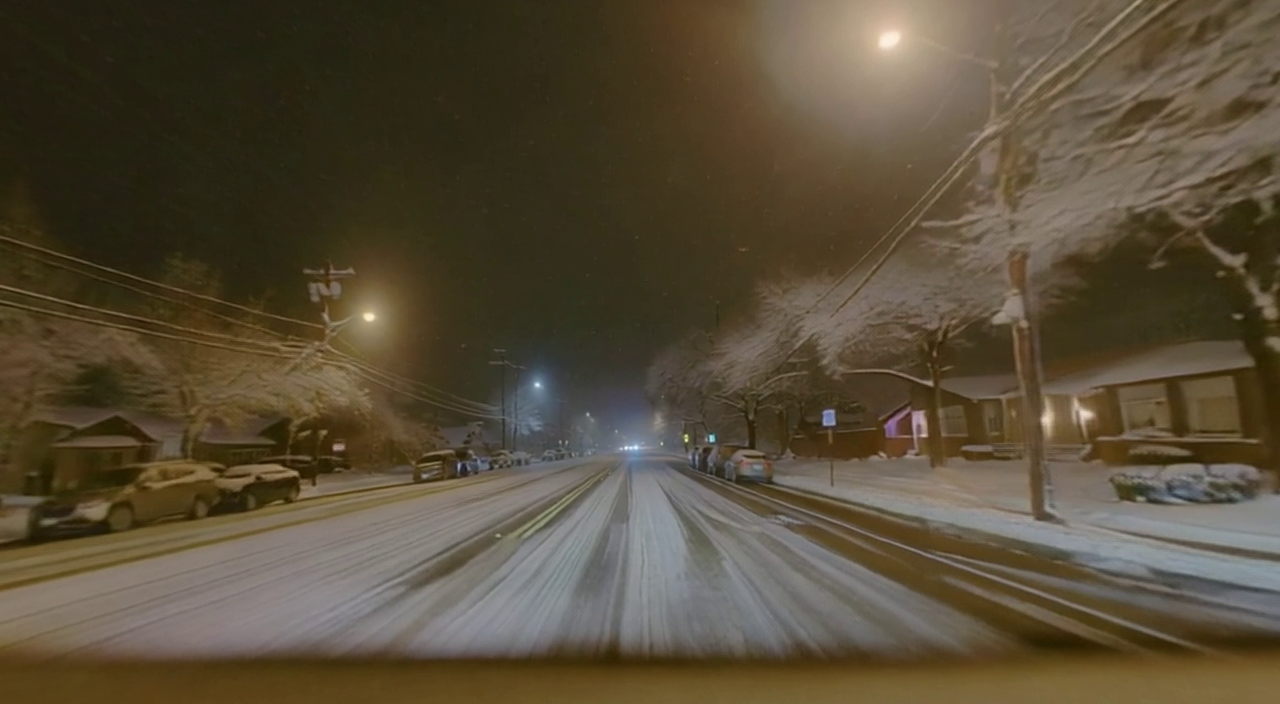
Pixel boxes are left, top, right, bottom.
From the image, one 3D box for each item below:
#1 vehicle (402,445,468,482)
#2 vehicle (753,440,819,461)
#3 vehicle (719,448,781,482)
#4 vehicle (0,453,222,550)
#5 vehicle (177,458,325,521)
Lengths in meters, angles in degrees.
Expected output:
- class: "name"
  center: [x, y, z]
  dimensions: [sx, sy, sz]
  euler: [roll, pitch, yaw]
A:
- class: "vehicle"
  center: [-12.201, 6.708, 38.043]
  dimensions: [2.156, 1.935, 5.464]
  euler: [-3, -10, 0]
- class: "vehicle"
  center: [11.165, 7.584, 48.642]
  dimensions: [4.622, 1.595, 2.105]
  euler: [-1, -9, 3]
- class: "vehicle"
  center: [5.009, 5.190, 29.419]
  dimensions: [1.923, 1.454, 4.460]
  euler: [0, -9, -2]
- class: "vehicle"
  center: [-12.638, 3.472, 15.383]
  dimensions: [1.988, 1.741, 4.379]
  euler: [-7, -8, -2]
- class: "vehicle"
  center: [-12.180, 4.287, 20.211]
  dimensions: [1.872, 1.472, 4.719]
  euler: [-6, -9, -1]
